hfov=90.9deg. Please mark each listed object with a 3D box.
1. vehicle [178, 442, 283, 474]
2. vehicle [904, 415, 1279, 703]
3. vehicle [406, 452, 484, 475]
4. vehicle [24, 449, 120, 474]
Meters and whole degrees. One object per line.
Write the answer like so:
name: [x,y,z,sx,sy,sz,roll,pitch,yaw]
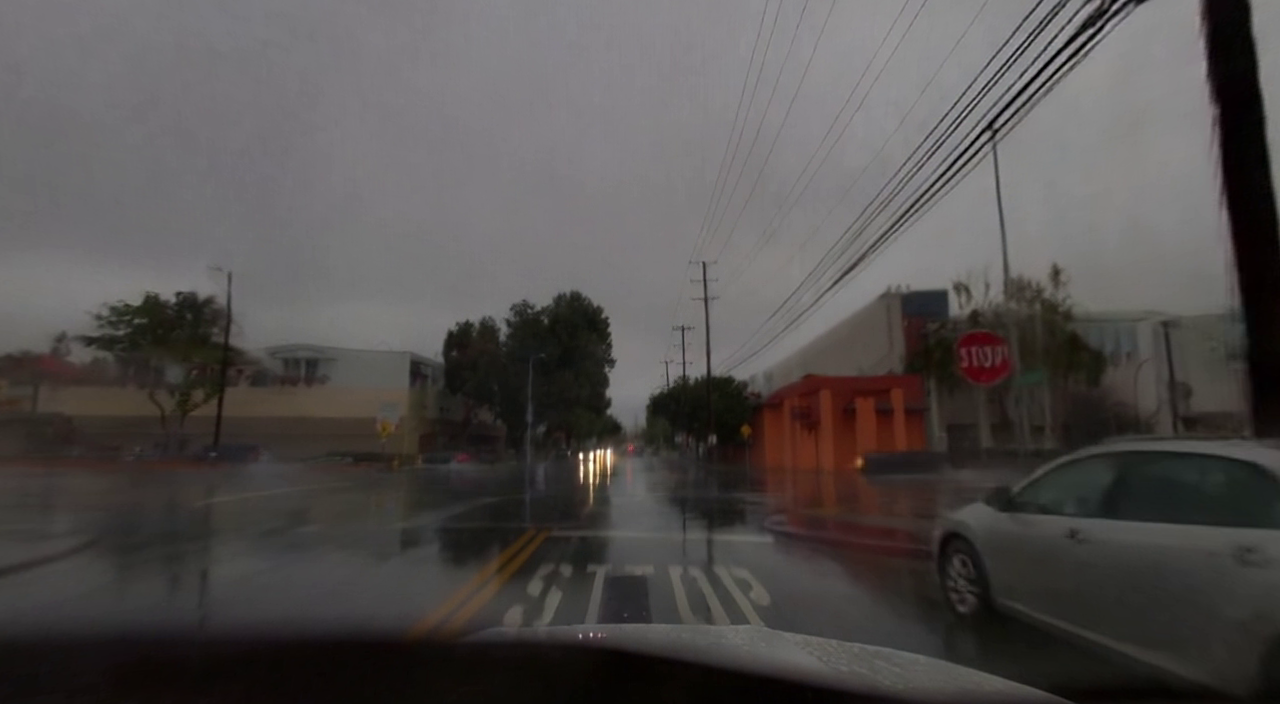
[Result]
vehicle: [-23.800,6.178,36.790,4.689,1.803,1.958,0,-9,-2]
vehicle: [3.623,1.171,3.630,2.041,1.495,4.815,0,-8,-1]
vehicle: [-13.482,7.721,43.787,4.869,1.517,1.819,0,-9,-2]
vehicle: [-38.633,7.453,42.977,4.440,1.671,2.036,0,-9,-2]
